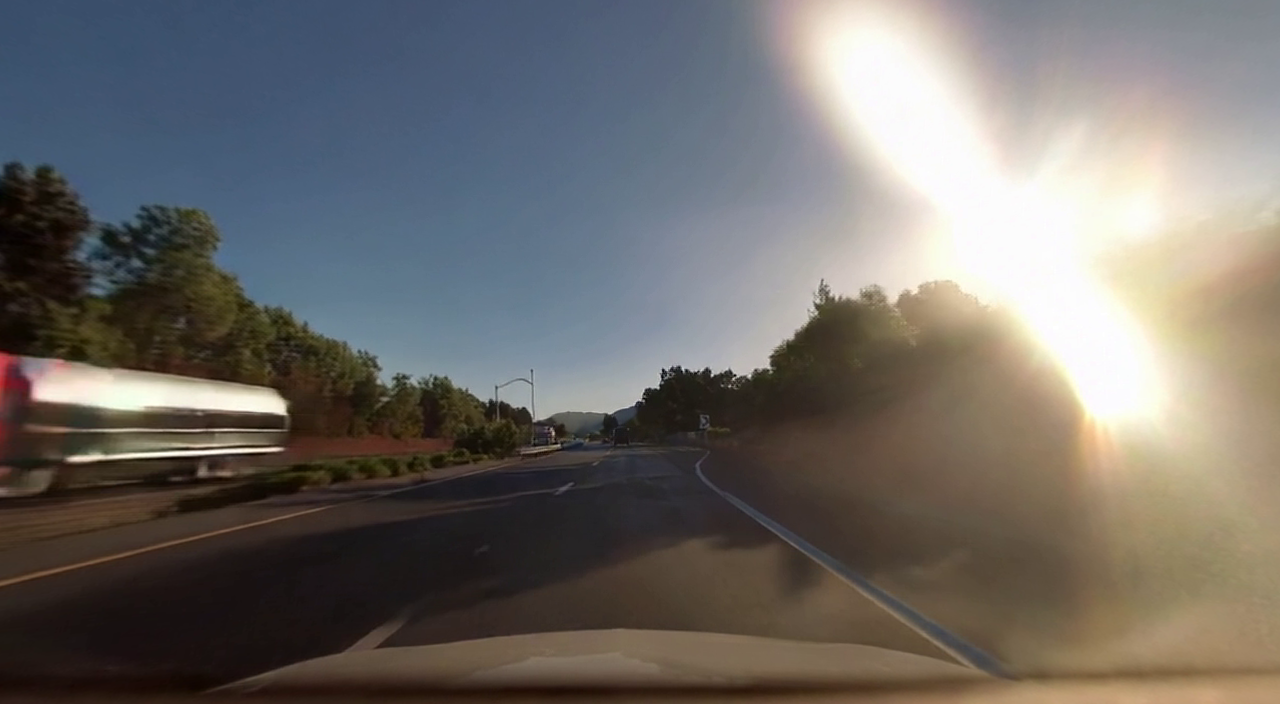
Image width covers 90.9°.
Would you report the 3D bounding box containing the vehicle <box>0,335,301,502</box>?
[{"bbox_3d":[-17.246,2.546,22.291,2.871,4.062,14.228,0,-8,-1],"label":"vehicle"}]
